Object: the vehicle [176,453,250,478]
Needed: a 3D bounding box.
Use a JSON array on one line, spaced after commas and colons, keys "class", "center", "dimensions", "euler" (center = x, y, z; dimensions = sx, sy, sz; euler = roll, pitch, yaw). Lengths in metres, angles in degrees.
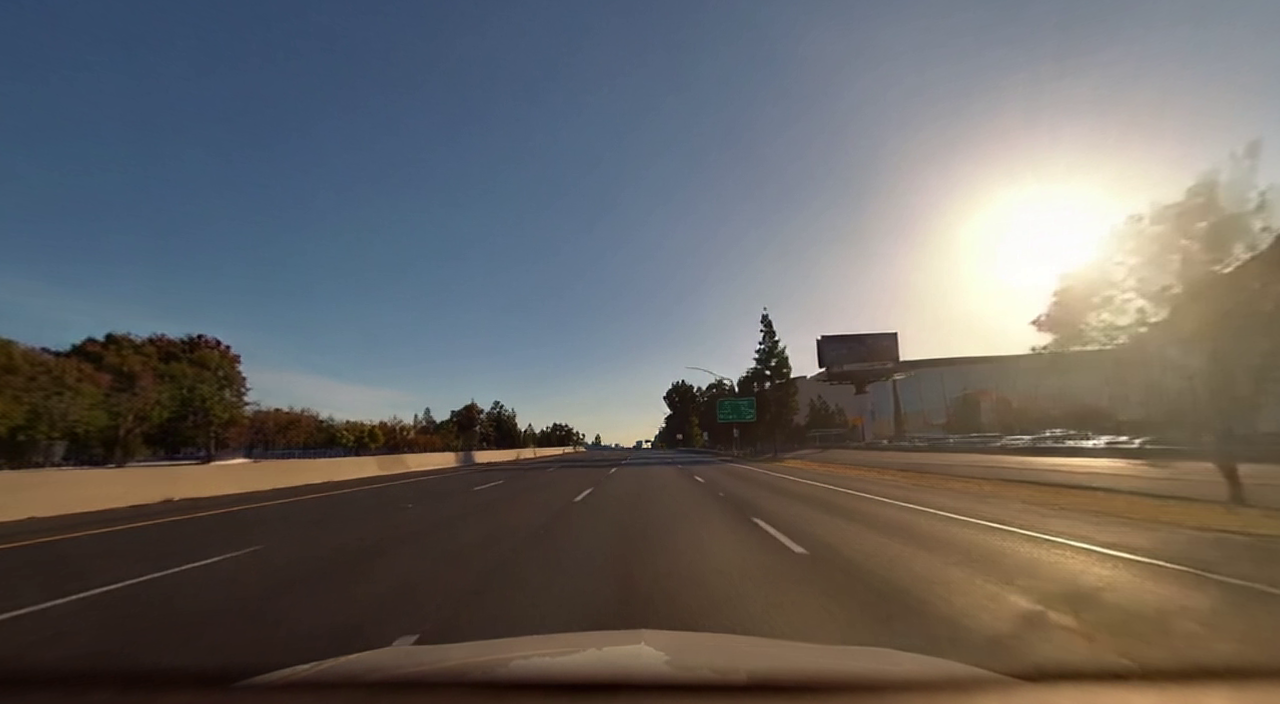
[{"class": "vehicle", "center": [-27.917, 7.403, 41.432], "dimensions": [1.769, 1.485, 4.336], "euler": [0, -8, 1]}]
